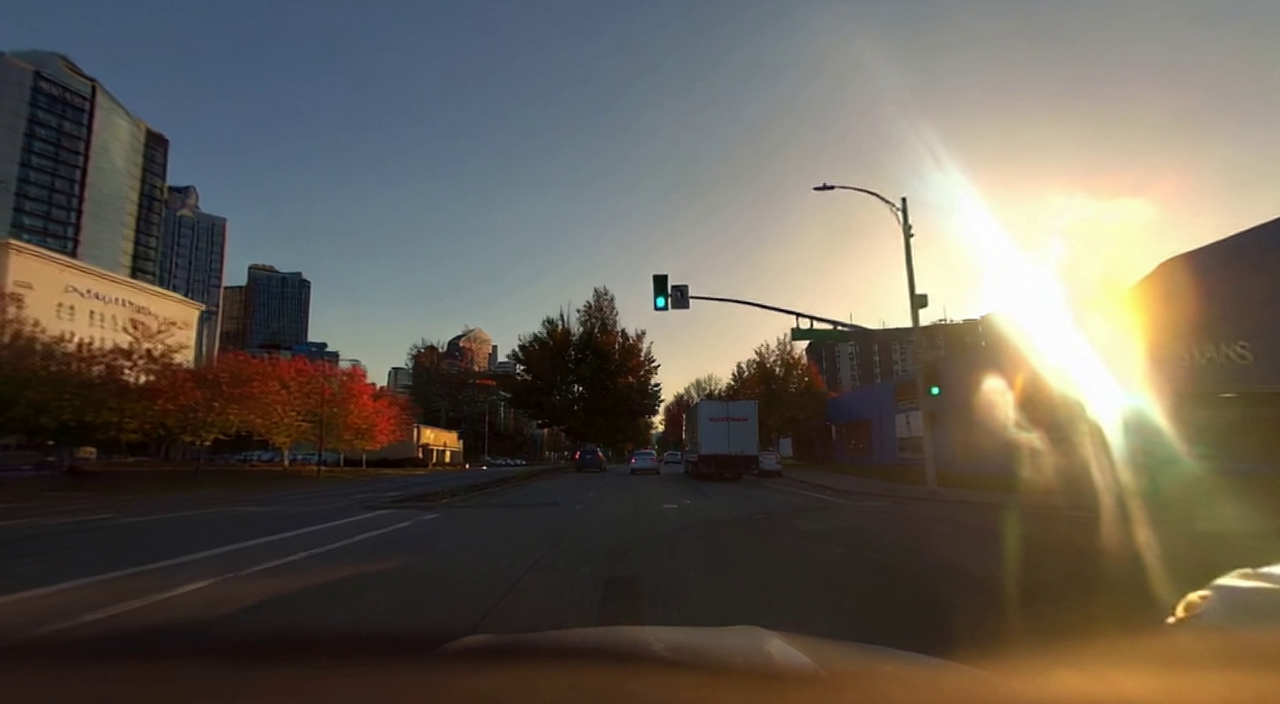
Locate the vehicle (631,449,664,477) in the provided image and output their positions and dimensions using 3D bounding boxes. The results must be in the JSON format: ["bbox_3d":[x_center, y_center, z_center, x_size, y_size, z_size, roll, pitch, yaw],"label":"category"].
[{"bbox_3d":[0.428,6.658,37.939,1.846,1.528,4.348,-1,-9,0],"label":"vehicle"}]

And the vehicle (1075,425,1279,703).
[{"bbox_3d":[3.745,0.848,1.497,1.915,1.449,4.970,-1,-9,1],"label":"vehicle"}]

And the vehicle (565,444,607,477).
[{"bbox_3d":[-3.218,6.618,38.551,2.035,1.867,4.607,-1,-9,1],"label":"vehicle"}]

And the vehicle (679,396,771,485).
[{"bbox_3d":[3.885,4.513,31.797,3.003,3.680,10.684,0,-9,-1],"label":"vehicle"}]
